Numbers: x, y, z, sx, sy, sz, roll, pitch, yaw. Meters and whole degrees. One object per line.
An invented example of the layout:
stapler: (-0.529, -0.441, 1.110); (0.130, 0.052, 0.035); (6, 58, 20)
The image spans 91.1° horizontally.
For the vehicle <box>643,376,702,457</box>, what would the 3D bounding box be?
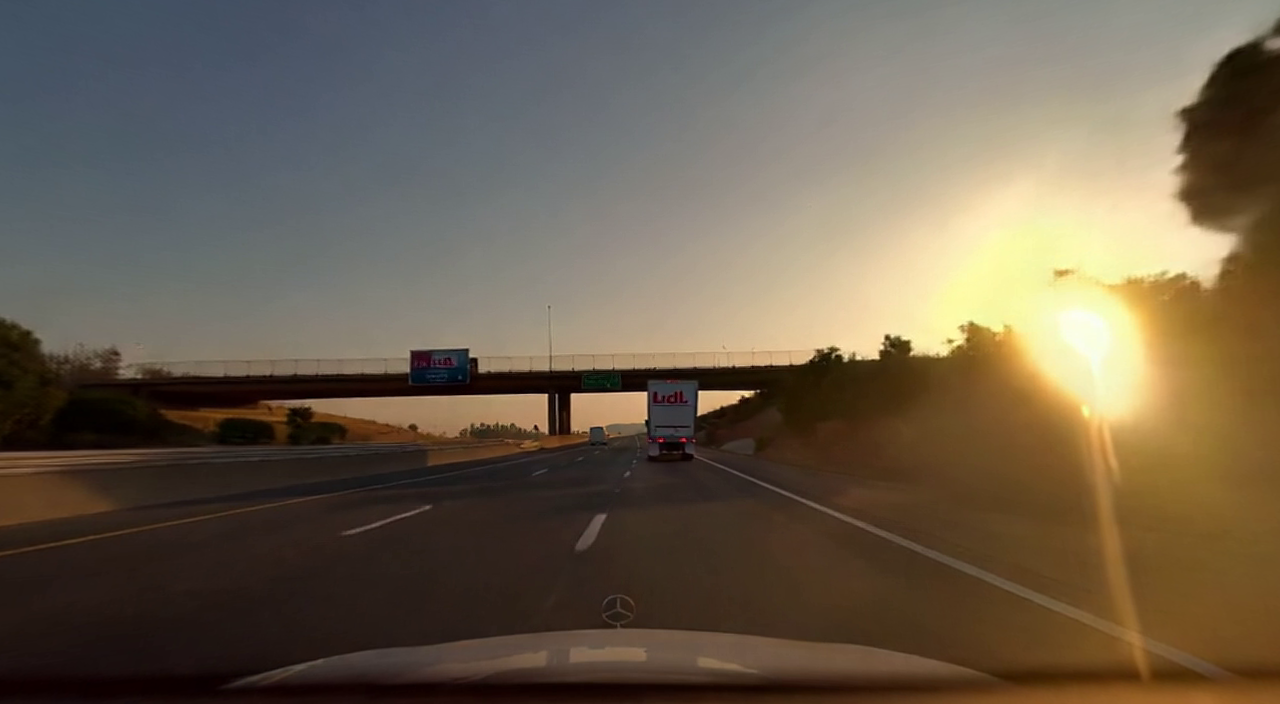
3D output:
vehicle: (1.796, 4.331, 40.090); (3.034, 4.194, 14.704); (0, -8, 1)
